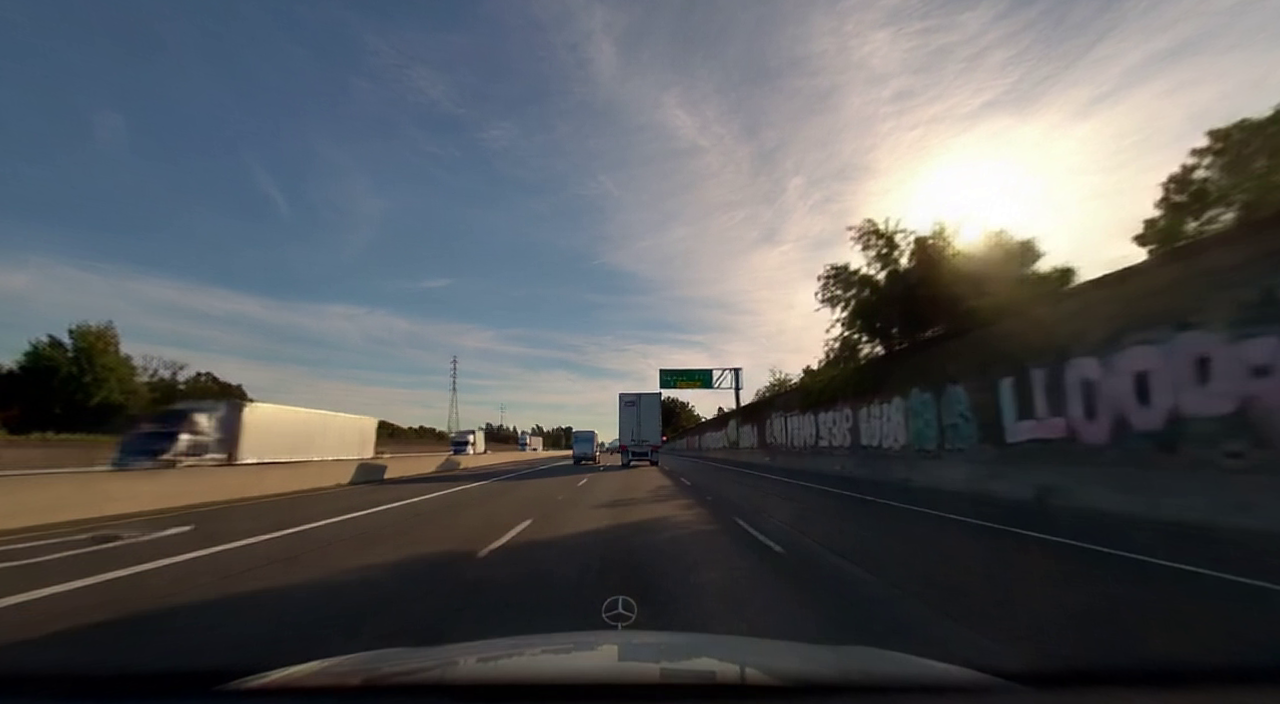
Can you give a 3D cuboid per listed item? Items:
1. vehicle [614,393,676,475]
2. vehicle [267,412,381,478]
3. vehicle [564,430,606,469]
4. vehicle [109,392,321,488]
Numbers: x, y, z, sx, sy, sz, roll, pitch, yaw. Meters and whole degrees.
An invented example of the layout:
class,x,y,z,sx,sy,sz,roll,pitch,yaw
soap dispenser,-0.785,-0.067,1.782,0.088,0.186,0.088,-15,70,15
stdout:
class,x,y,z,sx,sy,sz,roll,pitch,yaw
vehicle,0.169,4.895,36.532,3.042,4.023,10.832,0,-9,-1
vehicle,-19.467,5.859,39.419,2.845,3.649,8.180,0,-9,0
vehicle,-3.525,6.415,41.234,2.278,2.369,5.249,0,-9,1
vehicle,-19.294,4.249,29.764,2.945,3.740,10.133,0,-9,0
